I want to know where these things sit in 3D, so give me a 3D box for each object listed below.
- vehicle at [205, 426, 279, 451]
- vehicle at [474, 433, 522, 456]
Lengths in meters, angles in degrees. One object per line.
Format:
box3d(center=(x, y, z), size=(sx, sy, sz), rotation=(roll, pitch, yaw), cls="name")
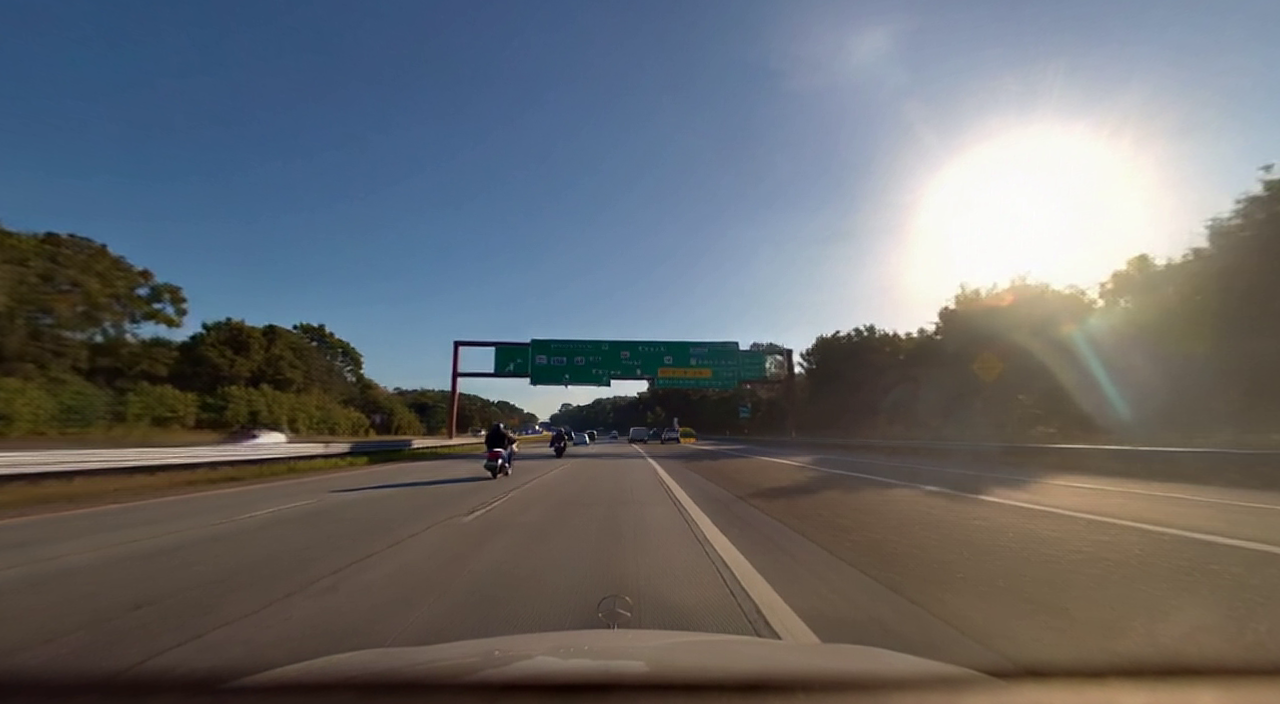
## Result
box3d(center=(-24.602, 5.368, 39.145), size=(1.849, 1.465, 4.363), rotation=(0, -7, -2), cls="vehicle")
box3d(center=(-9.152, 5.998, 41.010), size=(2.053, 1.409, 4.704), rotation=(0, -7, 0), cls="vehicle")
